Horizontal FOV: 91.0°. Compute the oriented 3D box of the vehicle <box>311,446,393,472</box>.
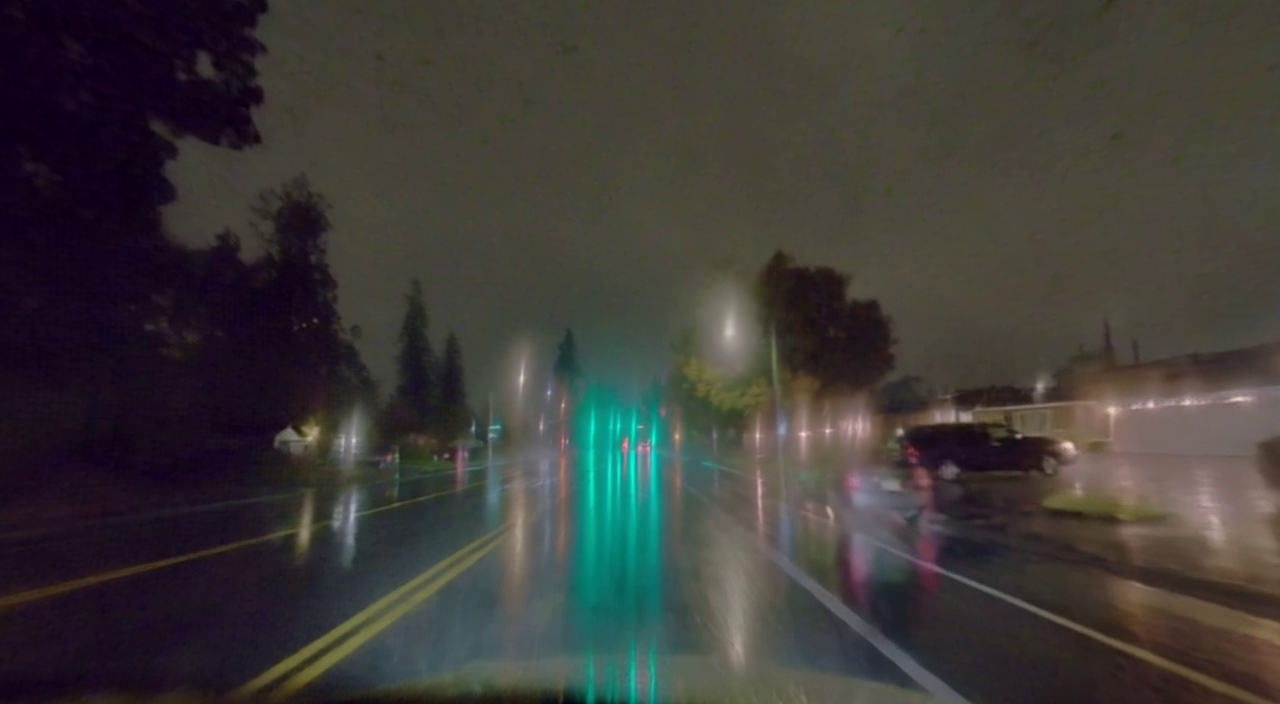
[{"bbox_3d":[-19.718,7.317,43.280,4.661,1.726,1.978,0,-9,-4],"label":"vehicle"}]

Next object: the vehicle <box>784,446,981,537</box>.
[{"bbox_3d":[4.580,2.676,12.898,1.980,1.465,4.970,0,-8,-1],"label":"vehicle"}]

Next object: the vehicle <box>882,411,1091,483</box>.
[{"bbox_3d":[10.241,2.908,19.288,2.160,1.847,5.442,3,-9,-20],"label":"vehicle"}]

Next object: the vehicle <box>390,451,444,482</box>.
[{"bbox_3d":[-13.025,6.689,36.998,1.791,1.552,3.919,-3,-8,0],"label":"vehicle"}]

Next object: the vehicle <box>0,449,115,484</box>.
[{"bbox_3d":[-26.995,5.152,28.501,4.601,1.496,1.991,0,-8,0],"label":"vehicle"}]
